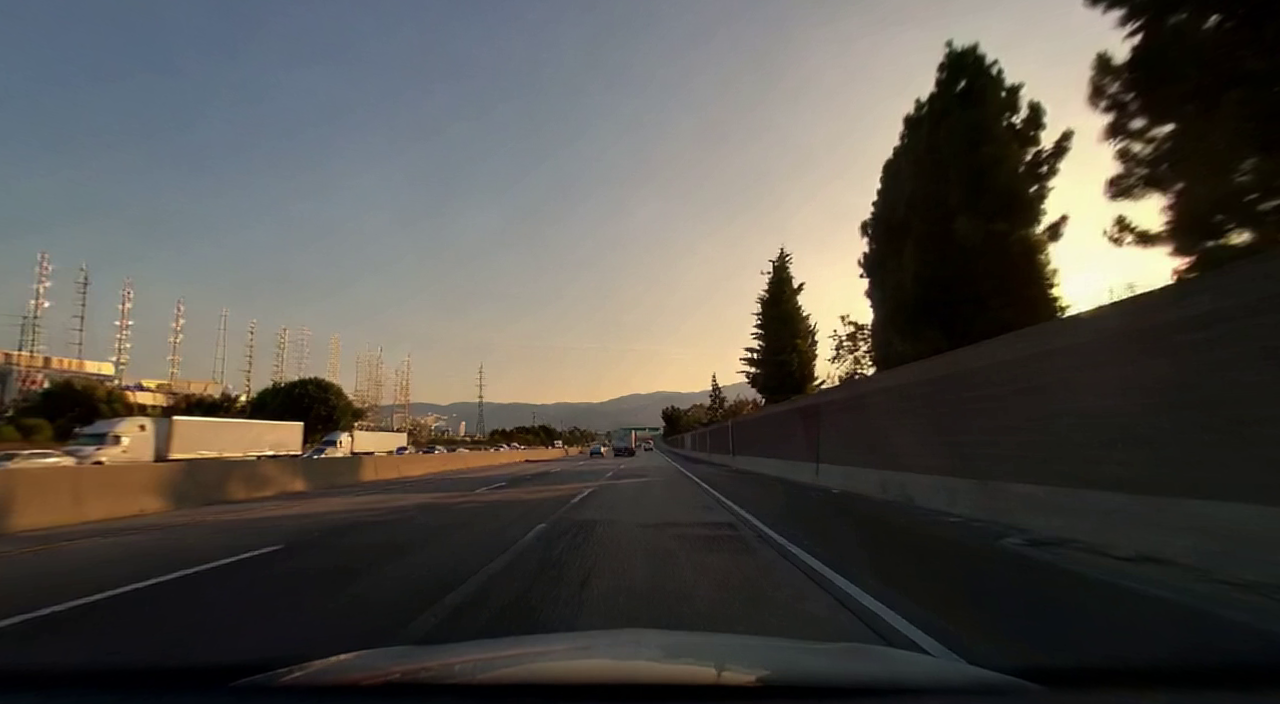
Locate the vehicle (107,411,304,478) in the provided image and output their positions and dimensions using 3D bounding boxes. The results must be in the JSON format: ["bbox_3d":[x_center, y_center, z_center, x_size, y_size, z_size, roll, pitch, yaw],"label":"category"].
[{"bbox_3d":[-31.807,7.035,48.106,2.877,4.155,16.730,0,-8,1],"label":"vehicle"}]

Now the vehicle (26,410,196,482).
[{"bbox_3d":[-31.915,5.734,38.722,2.974,3.934,8.302,0,-8,1],"label":"vehicle"}]
